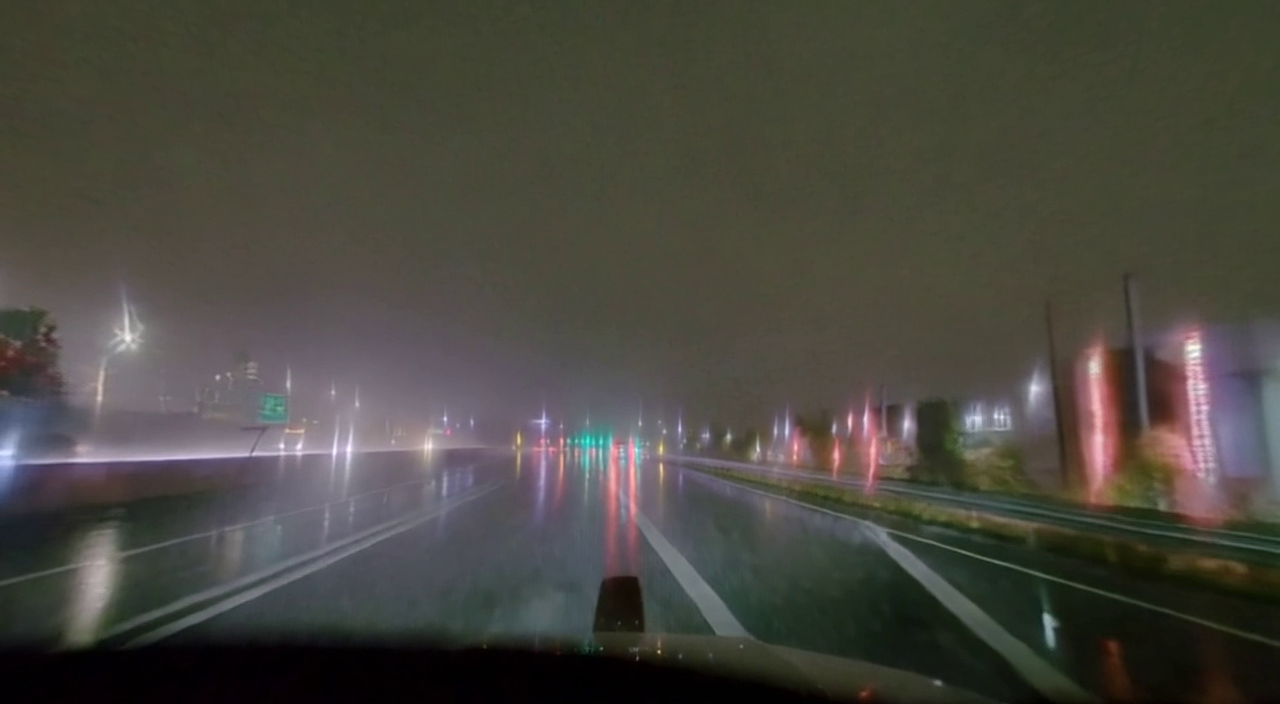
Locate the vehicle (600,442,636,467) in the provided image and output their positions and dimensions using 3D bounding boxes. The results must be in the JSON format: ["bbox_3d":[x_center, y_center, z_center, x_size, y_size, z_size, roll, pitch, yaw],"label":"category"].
[{"bbox_3d":[-1.461,6.456,39.834,2.140,1.455,4.135,0,-8,-4],"label":"vehicle"}]
